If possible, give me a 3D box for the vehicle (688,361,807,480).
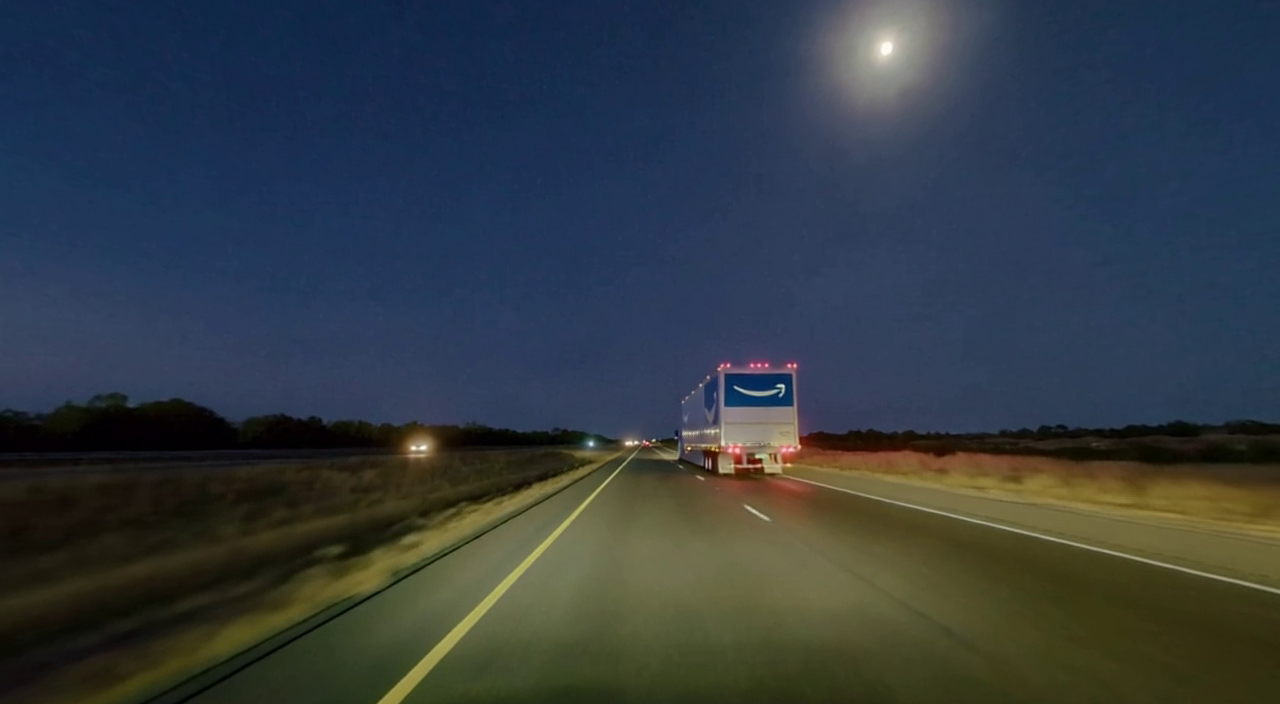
[{"bbox_3d":[4.561,3.704,31.436,3.190,4.365,16.625,0,-8,0],"label":"vehicle"}]
